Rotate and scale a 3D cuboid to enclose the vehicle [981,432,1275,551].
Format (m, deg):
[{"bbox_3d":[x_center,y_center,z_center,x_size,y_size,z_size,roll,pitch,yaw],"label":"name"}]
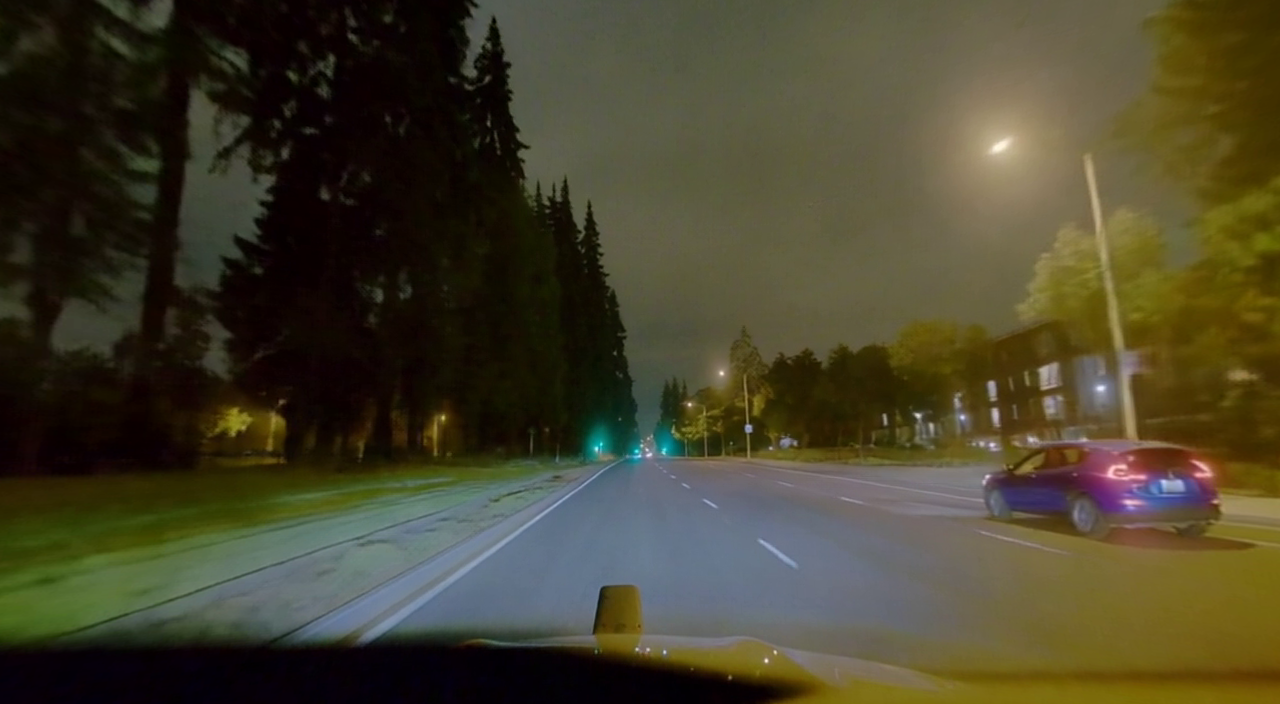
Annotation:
[{"bbox_3d":[7.257,2.058,9.928,1.797,1.518,3.433,0,-8,-1],"label":"vehicle"}]
